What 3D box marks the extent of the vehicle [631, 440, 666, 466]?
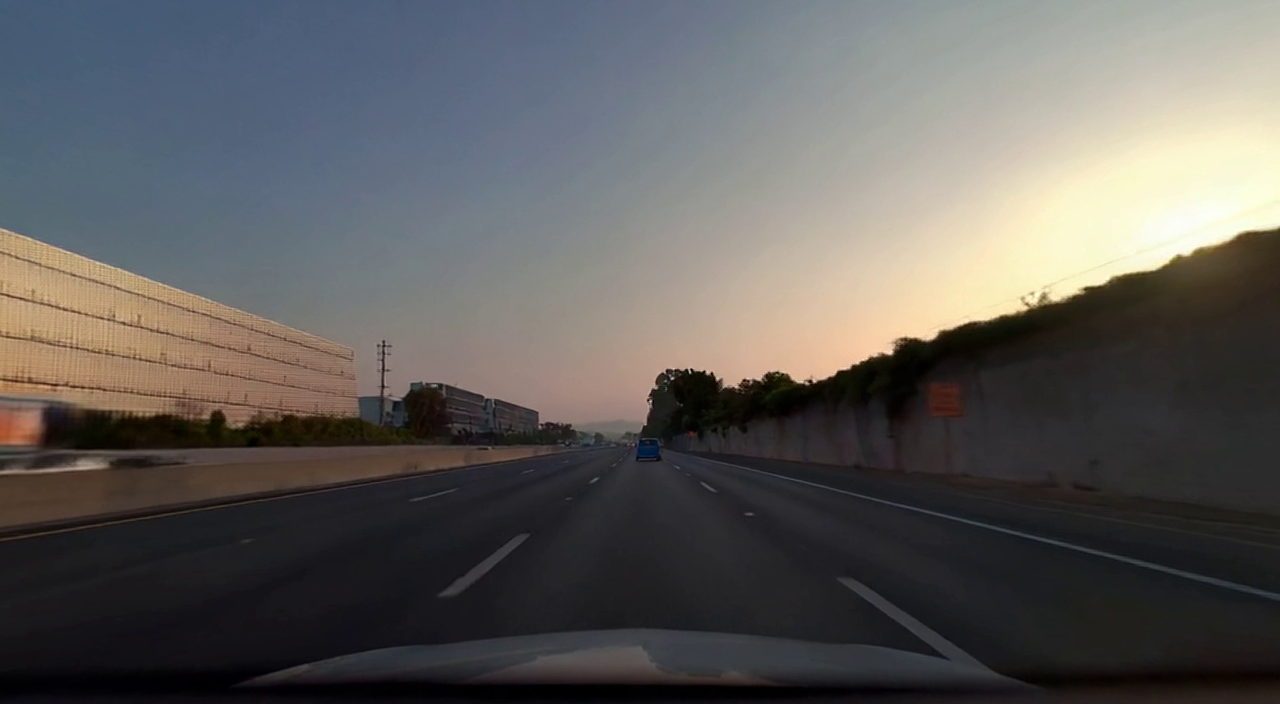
[{"bbox_3d":[0.485,6.017,37.566,1.997,1.484,3.409,0,-8,0],"label":"vehicle"}]
